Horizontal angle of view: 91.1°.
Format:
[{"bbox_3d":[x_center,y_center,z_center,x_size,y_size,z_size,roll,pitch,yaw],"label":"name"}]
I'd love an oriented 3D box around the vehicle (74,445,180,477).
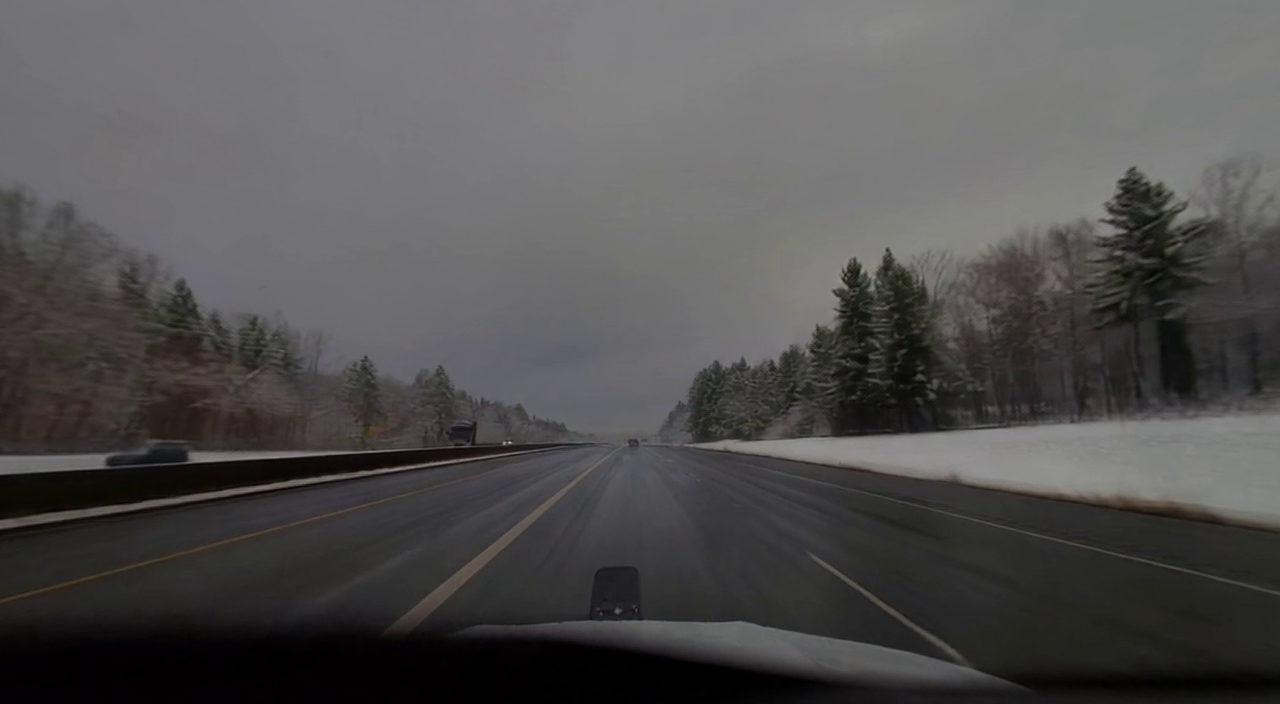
[{"bbox_3d":[-26.939,5.696,33.257,1.869,1.506,4.460,0,-8,-1],"label":"vehicle"}]
